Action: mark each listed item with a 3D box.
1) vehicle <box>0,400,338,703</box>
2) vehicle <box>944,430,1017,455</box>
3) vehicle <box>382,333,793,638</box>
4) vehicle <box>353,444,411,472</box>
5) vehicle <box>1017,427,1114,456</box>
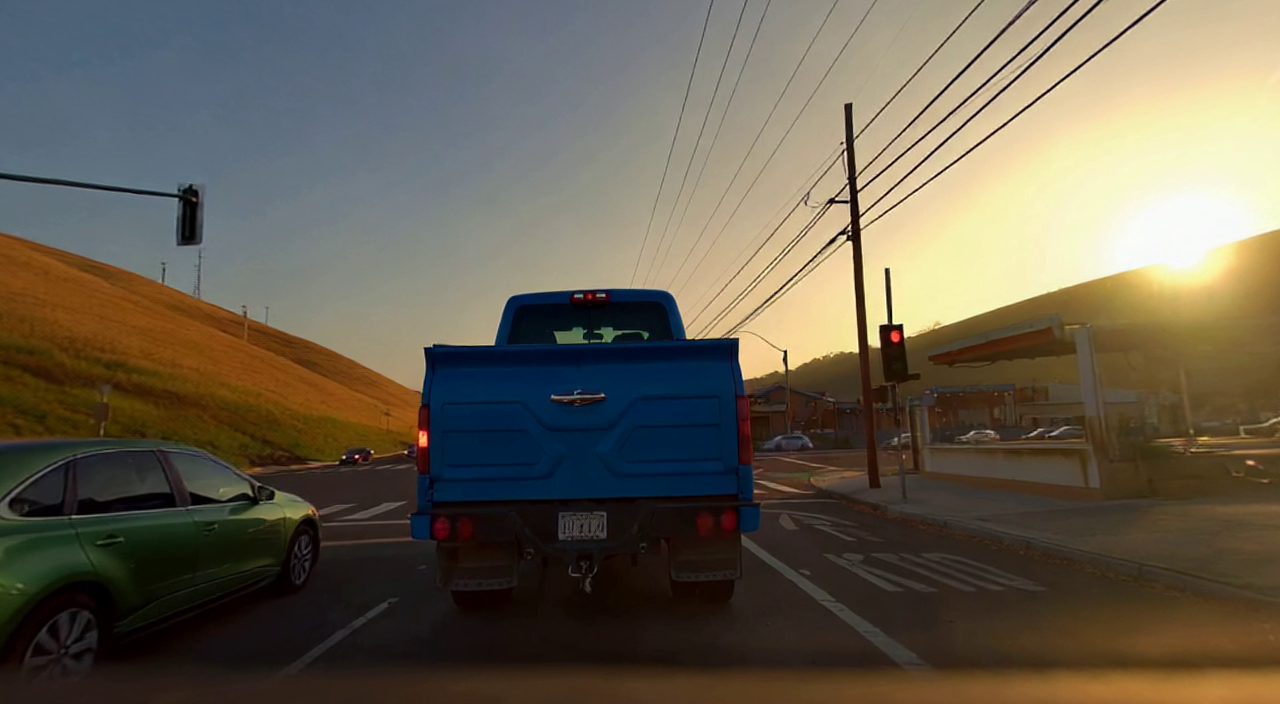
[{"bbox_3d":[-3.957,1.191,3.985,2.017,1.555,4.150,-1,-9,0],"label":"vehicle"},{"bbox_3d":[25.450,6.772,47.035,5.021,1.757,2.012,4,-9,-23],"label":"vehicle"},{"bbox_3d":[-0.418,1.326,7.211,2.859,2.144,5.406,0,-9,-1],"label":"vehicle"},{"bbox_3d":[-17.099,7.024,41.922,2.133,1.690,4.331,0,-9,-3],"label":"vehicle"},{"bbox_3d":[25.582,5.405,37.919,4.419,1.496,1.854,-2,-9,1],"label":"vehicle"}]
